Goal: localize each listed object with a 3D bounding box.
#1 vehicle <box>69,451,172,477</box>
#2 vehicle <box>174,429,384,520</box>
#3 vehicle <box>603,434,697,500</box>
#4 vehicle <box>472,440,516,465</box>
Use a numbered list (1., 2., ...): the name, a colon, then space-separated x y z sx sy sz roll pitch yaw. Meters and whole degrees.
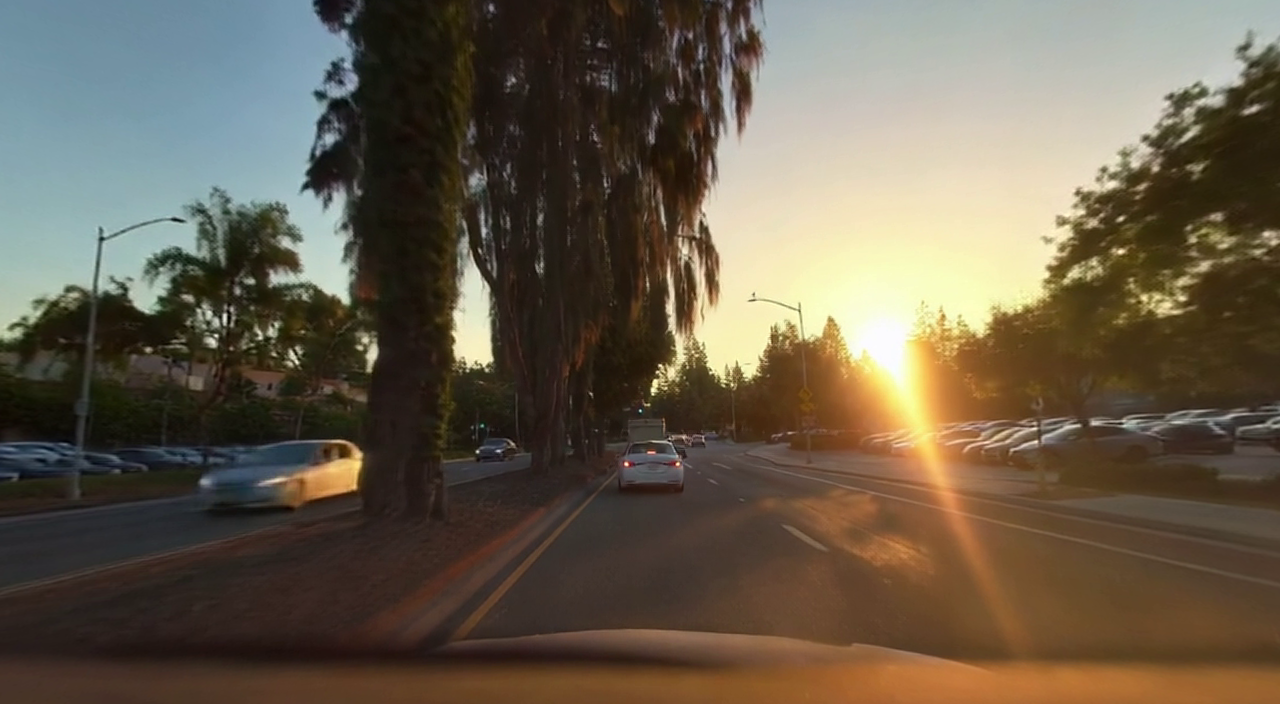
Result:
1. vehicle: -30.515 6.589 37.152 4.356 1.444 1.819 0 -8 -1
2. vehicle: -8.180 2.794 15.033 2.131 1.778 4.912 0 -8 -1
3. vehicle: 0.187 2.880 16.190 2.093 1.442 3.977 0 -8 -1
4. vehicle: -11.117 7.658 48.231 2.066 1.753 4.559 -1 -8 3
